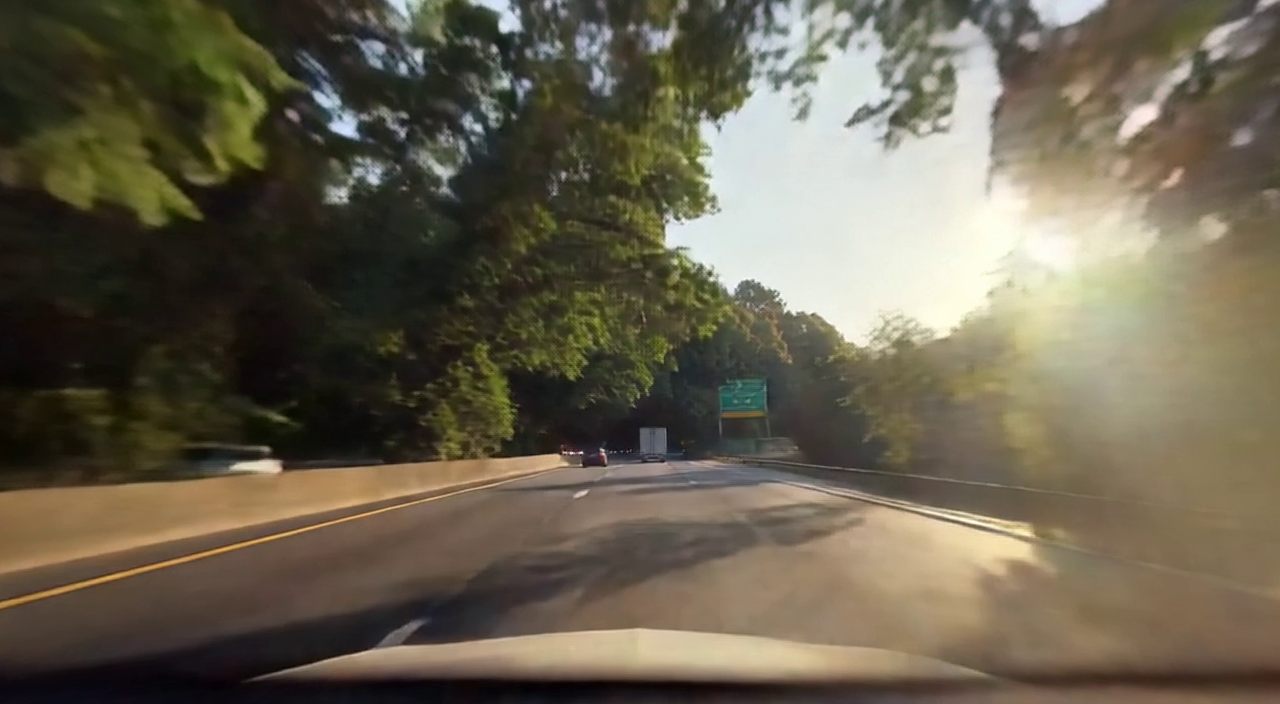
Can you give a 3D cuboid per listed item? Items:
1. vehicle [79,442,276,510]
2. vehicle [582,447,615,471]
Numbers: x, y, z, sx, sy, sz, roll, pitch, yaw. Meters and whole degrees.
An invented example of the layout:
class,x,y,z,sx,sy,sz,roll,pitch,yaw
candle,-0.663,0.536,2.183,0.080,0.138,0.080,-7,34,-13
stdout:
class,x,y,z,sx,sy,sz,roll,pitch,yaw
vehicle,-11.848,3.180,16.631,1.961,1.550,4.218,0,-9,0
vehicle,-3.001,7.821,46.307,2.057,1.618,4.212,0,-9,1
